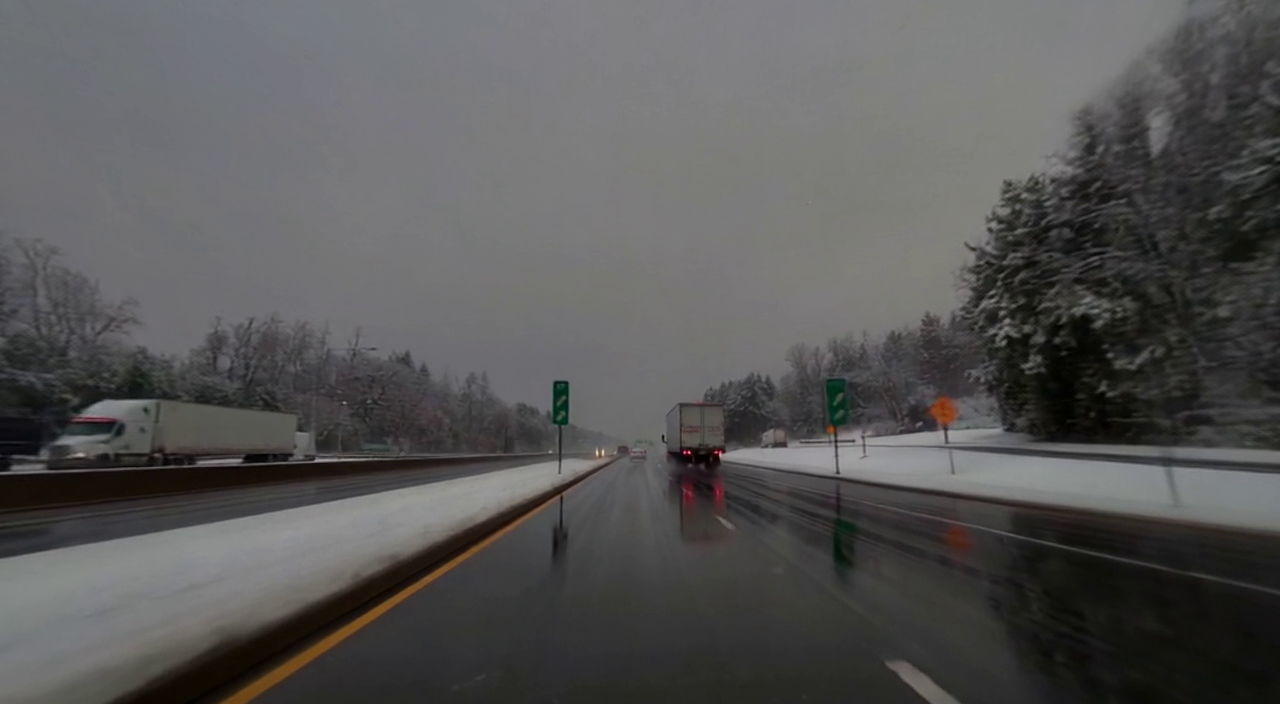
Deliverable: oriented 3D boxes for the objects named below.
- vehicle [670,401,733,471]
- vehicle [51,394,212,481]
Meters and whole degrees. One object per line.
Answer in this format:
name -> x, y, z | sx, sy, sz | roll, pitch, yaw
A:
vehicle -> 3.959, 5.990, 43.870 | 3.185, 4.154, 12.638 | 0, -9, 0
vehicle -> -26.205, 4.522, 32.907 | 3.038, 4.079, 6.098 | 0, -9, 1
